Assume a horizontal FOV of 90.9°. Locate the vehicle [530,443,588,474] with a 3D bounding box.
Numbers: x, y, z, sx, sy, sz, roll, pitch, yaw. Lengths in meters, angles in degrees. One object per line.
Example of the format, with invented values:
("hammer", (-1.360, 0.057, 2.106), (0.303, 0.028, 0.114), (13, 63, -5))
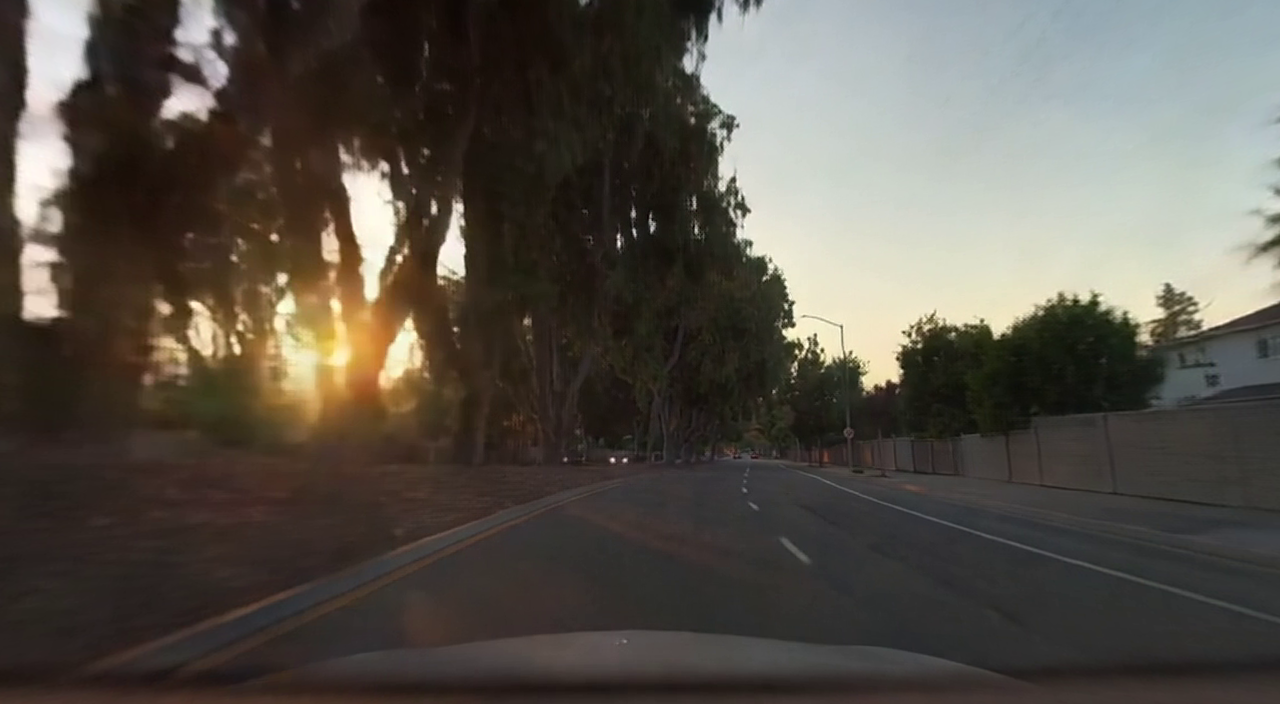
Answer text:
("vehicle", (-5.123, 6.809, 40.532), (2.276, 1.805, 4.984), (-2, -9, 10))
